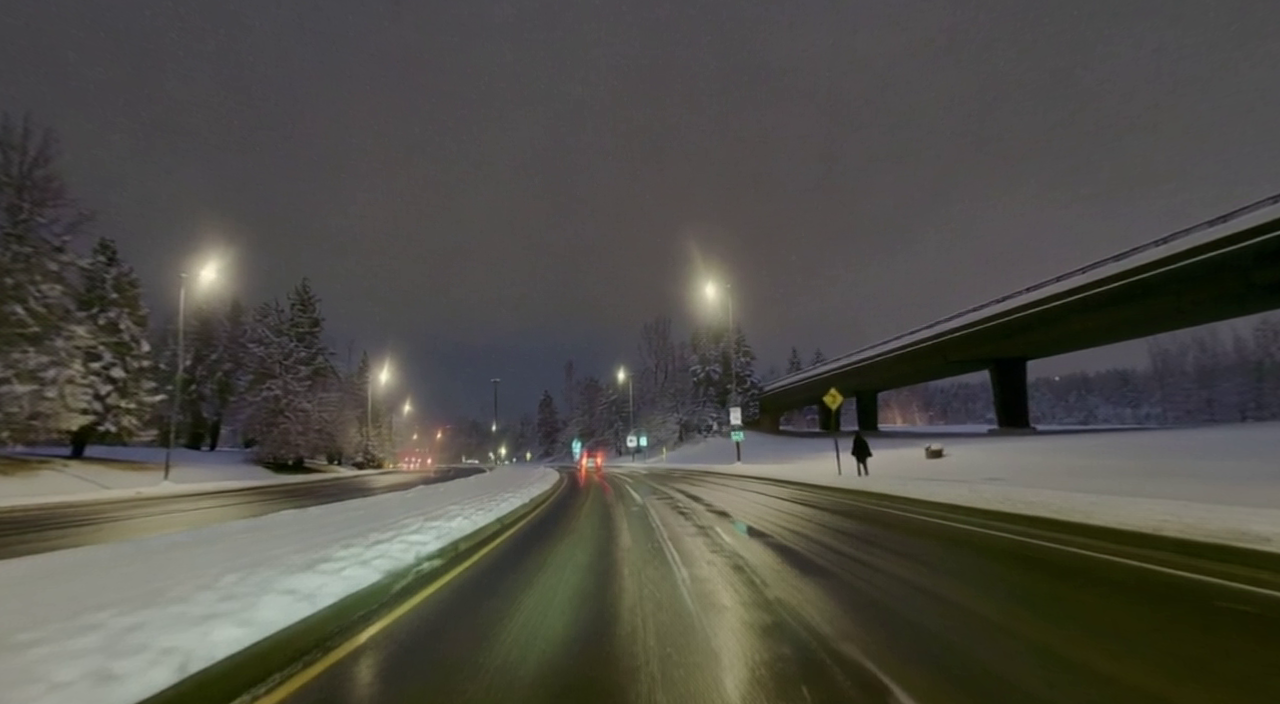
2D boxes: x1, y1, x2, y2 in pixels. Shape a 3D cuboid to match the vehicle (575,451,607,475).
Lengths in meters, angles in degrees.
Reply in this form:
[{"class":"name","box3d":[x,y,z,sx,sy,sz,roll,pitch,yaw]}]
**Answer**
[{"class":"vehicle","box3d":[-3.857,8.558,48.887,2.184,1.713,4.231,1,-9,-8]}]
